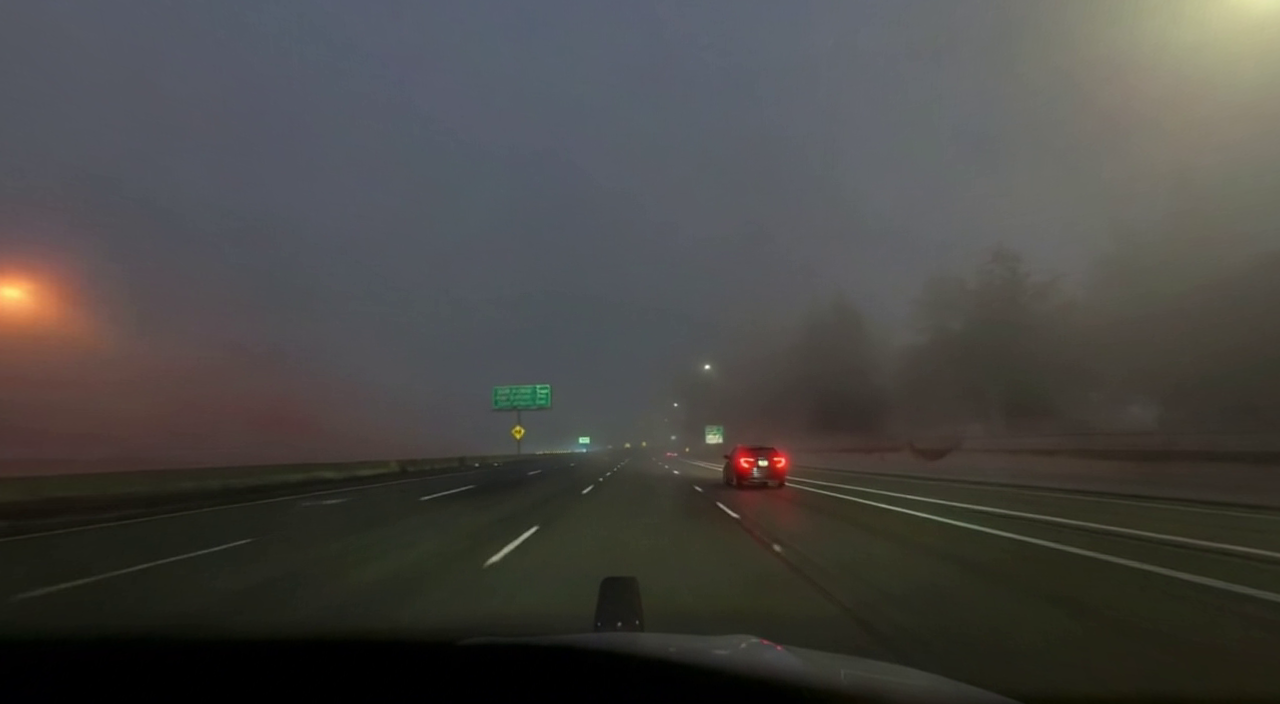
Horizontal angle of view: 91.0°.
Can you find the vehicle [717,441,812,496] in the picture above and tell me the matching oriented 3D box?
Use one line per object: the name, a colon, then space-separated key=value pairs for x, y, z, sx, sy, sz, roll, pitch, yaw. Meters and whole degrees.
vehicle: x=3.696 y=3.551 z=19.551 sx=2.033 sy=1.501 sz=4.398 roll=0 pitch=-9 yaw=0
